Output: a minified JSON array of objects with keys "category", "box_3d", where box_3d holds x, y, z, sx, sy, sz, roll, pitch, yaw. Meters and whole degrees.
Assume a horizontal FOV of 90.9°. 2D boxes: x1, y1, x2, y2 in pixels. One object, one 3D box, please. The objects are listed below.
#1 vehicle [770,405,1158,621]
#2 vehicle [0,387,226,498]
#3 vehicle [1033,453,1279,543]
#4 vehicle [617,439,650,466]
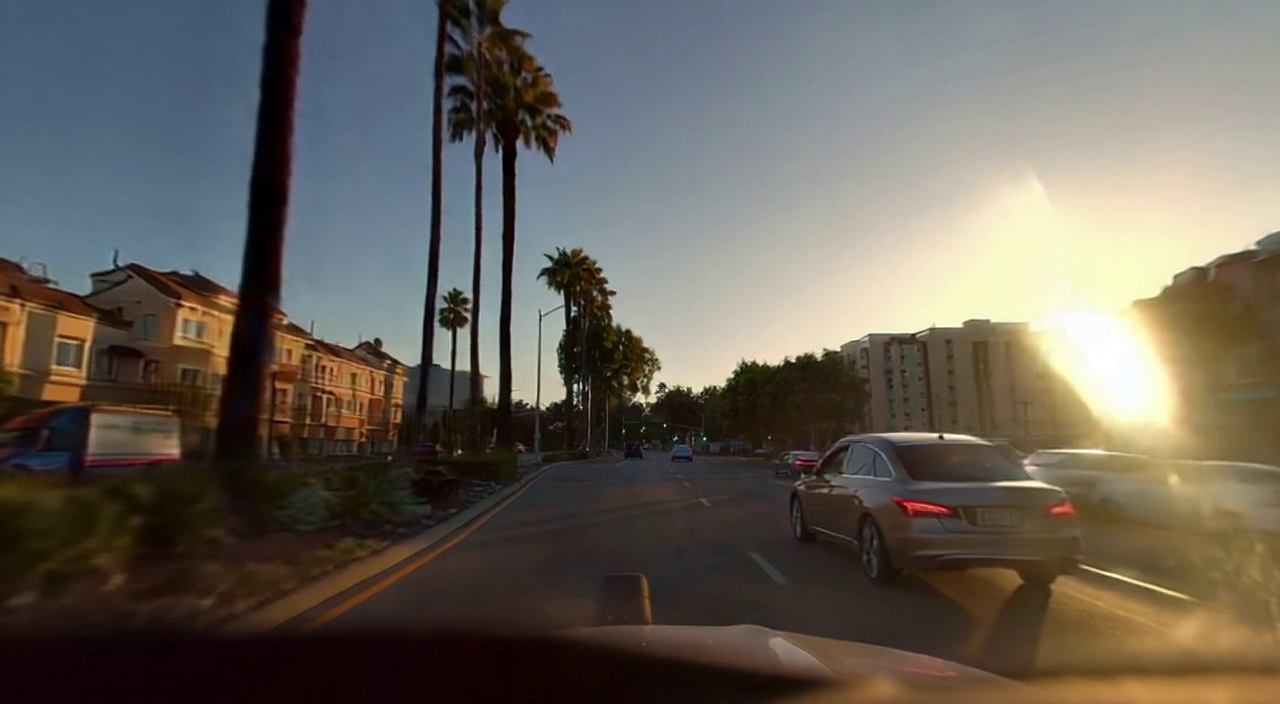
[{"category":"vehicle","box_3d":[2.934,1.558,7.036,2.009,1.639,4.267,0,-9,-1]},{"category":"vehicle","box_3d":[-18.985,3.228,22.278,2.933,3.159,8.124,-1,-9,2]},{"category":"vehicle","box_3d":[10.199,2.820,12.814,1.745,1.413,4.115,3,-9,-1]},{"category":"vehicle","box_3d":[-0.392,6.682,42.031,2.087,1.709,4.076,0,-9,0]}]
